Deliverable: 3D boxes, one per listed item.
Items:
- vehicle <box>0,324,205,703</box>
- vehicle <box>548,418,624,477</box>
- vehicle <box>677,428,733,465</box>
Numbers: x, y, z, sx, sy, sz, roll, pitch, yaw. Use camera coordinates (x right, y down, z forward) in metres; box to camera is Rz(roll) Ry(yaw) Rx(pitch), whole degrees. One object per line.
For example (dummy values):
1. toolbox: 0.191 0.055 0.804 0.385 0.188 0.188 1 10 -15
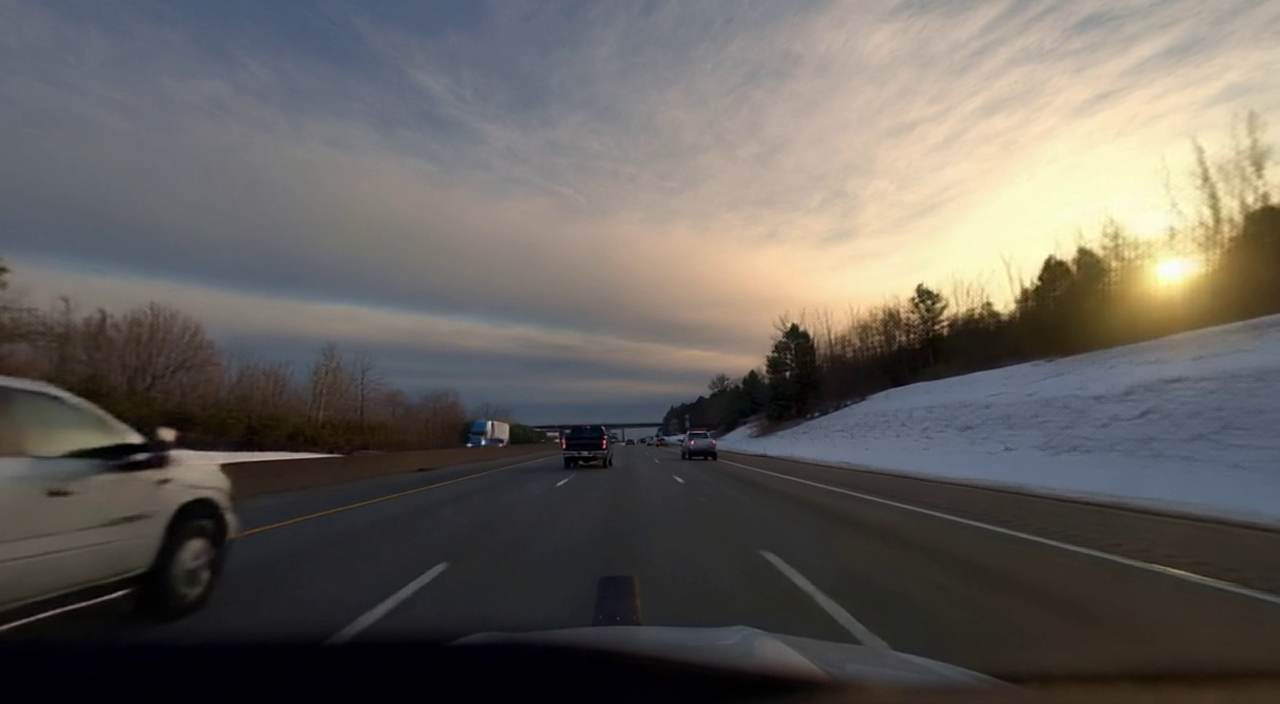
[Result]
1. vehicle: -3.745 0.583 1.689 1.997 1.663 4.451 0 -8 -1
2. vehicle: -1.718 3.239 21.605 2.185 1.772 4.656 0 -8 0
3. vehicle: 3.119 4.642 31.170 2.124 1.696 4.173 0 -8 -3
